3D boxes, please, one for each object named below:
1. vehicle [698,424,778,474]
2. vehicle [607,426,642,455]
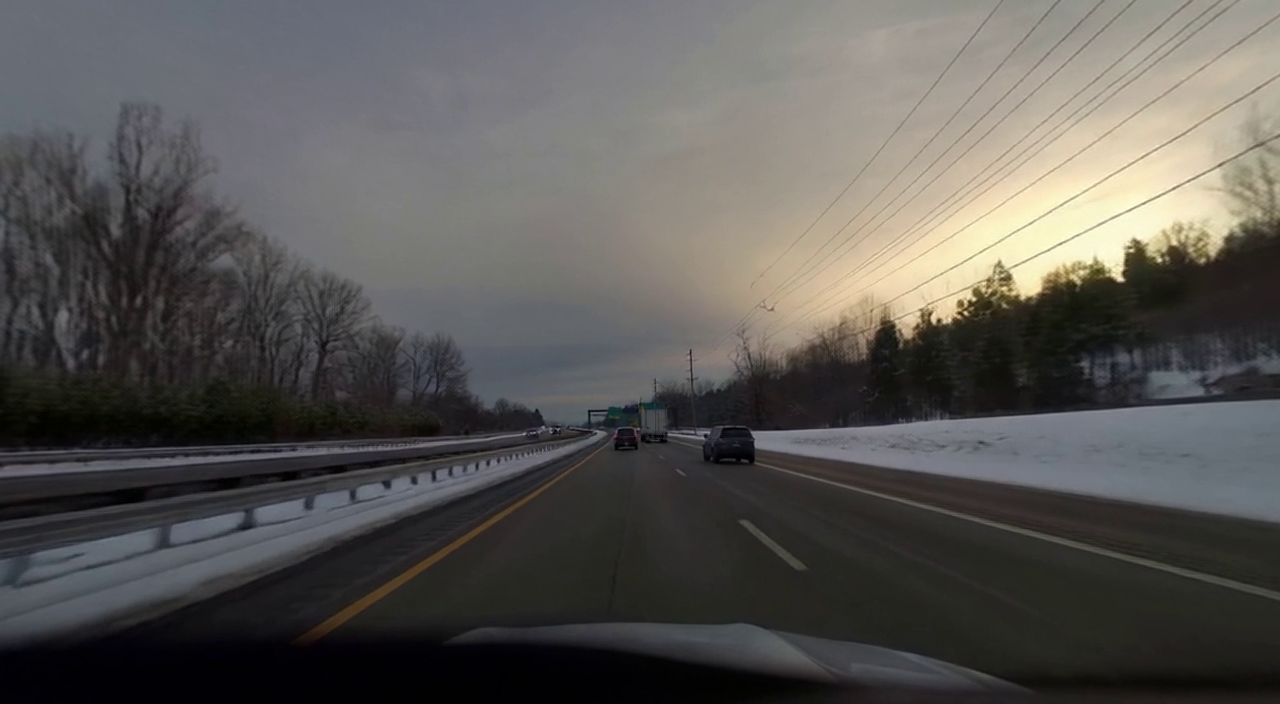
[{"bbox_3d":[3.333,3.388,22.122,2.062,1.581,3.914,0,-8,-2],"label":"vehicle"},{"bbox_3d":[-0.915,5.310,37.680,2.019,1.642,3.790,0,-8,-1],"label":"vehicle"}]
